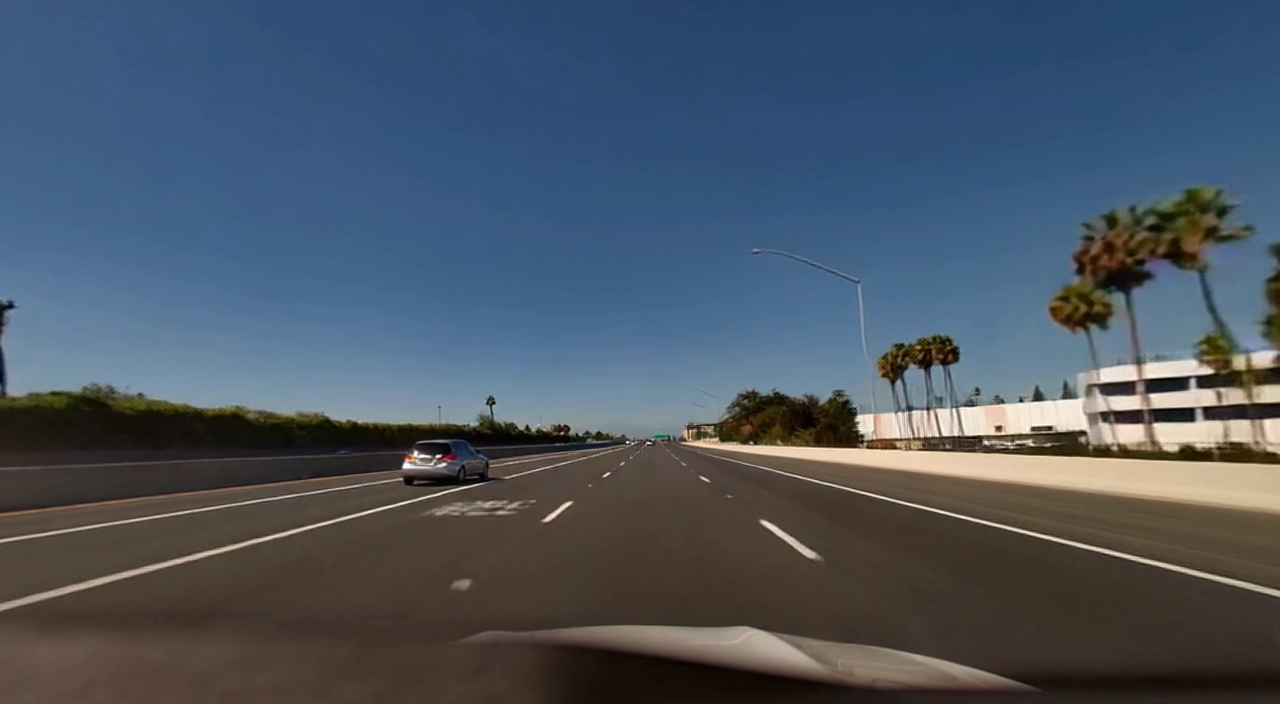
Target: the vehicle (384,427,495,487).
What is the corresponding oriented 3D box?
[{"bbox_3d":[-6.676,3.556,21.689,2.145,1.793,4.762,0,-8,1],"label":"vehicle"}]
